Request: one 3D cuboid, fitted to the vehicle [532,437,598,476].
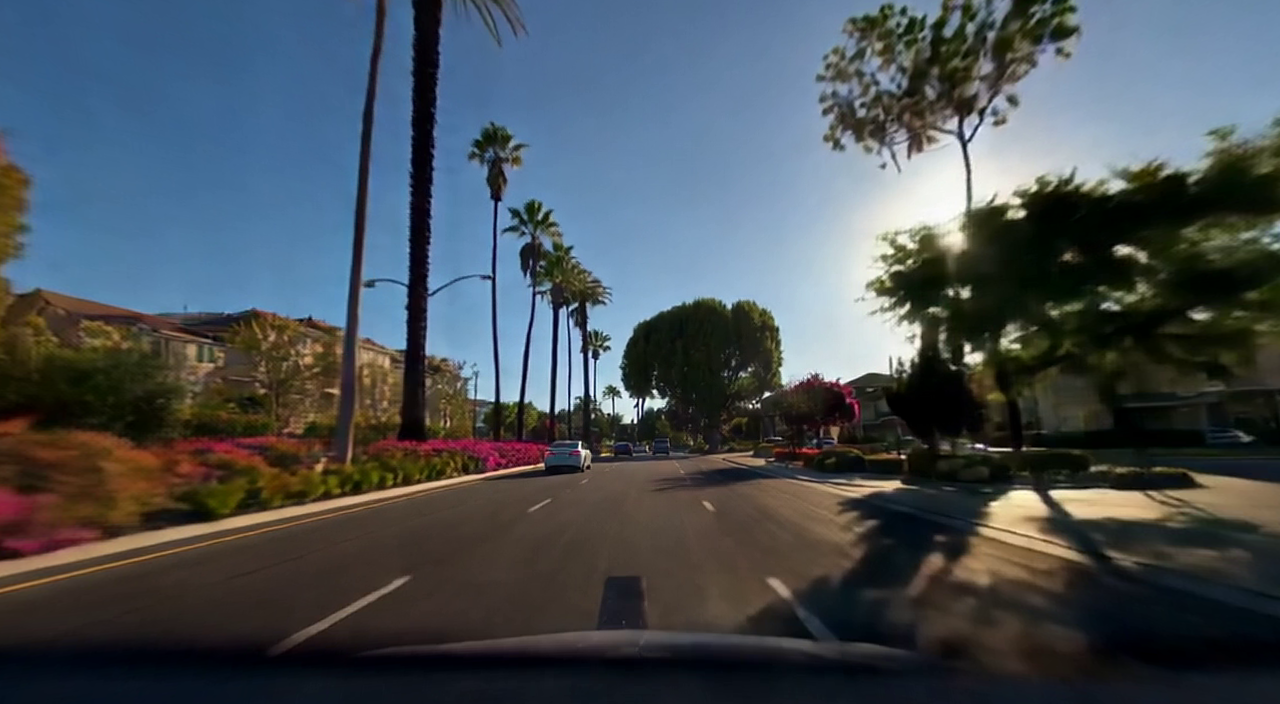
[{"bbox_3d":[-3.018,4.353,26.344,2.036,1.478,4.508,0,-8,2],"label":"vehicle"}]

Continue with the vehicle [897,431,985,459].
[{"bbox_3d":[22.379,6.968,46.988,2.426,1.902,6.126,2,-9,-15],"label":"vehicle"}]
